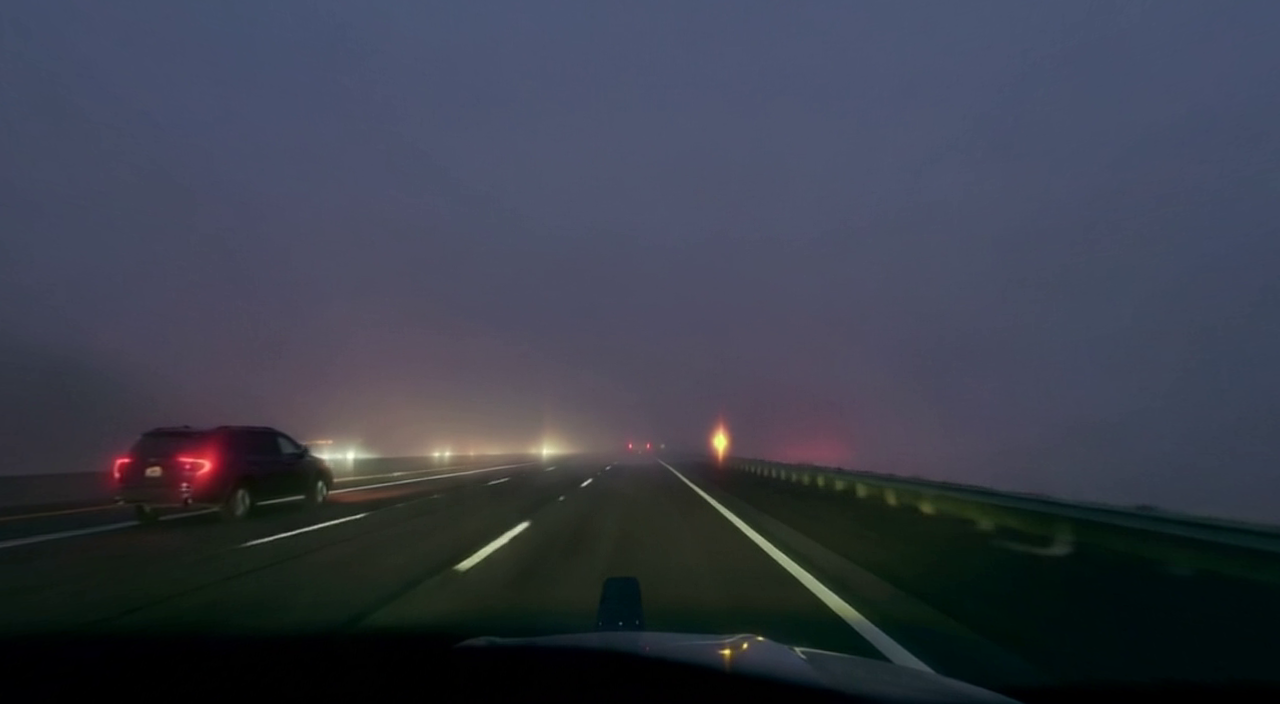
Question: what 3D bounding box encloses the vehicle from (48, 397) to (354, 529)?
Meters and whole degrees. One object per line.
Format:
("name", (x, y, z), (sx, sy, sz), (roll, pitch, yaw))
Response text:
("vehicle", (-7.699, 2.032, 11.935), (2.163, 1.947, 4.959), (0, -9, 0))
